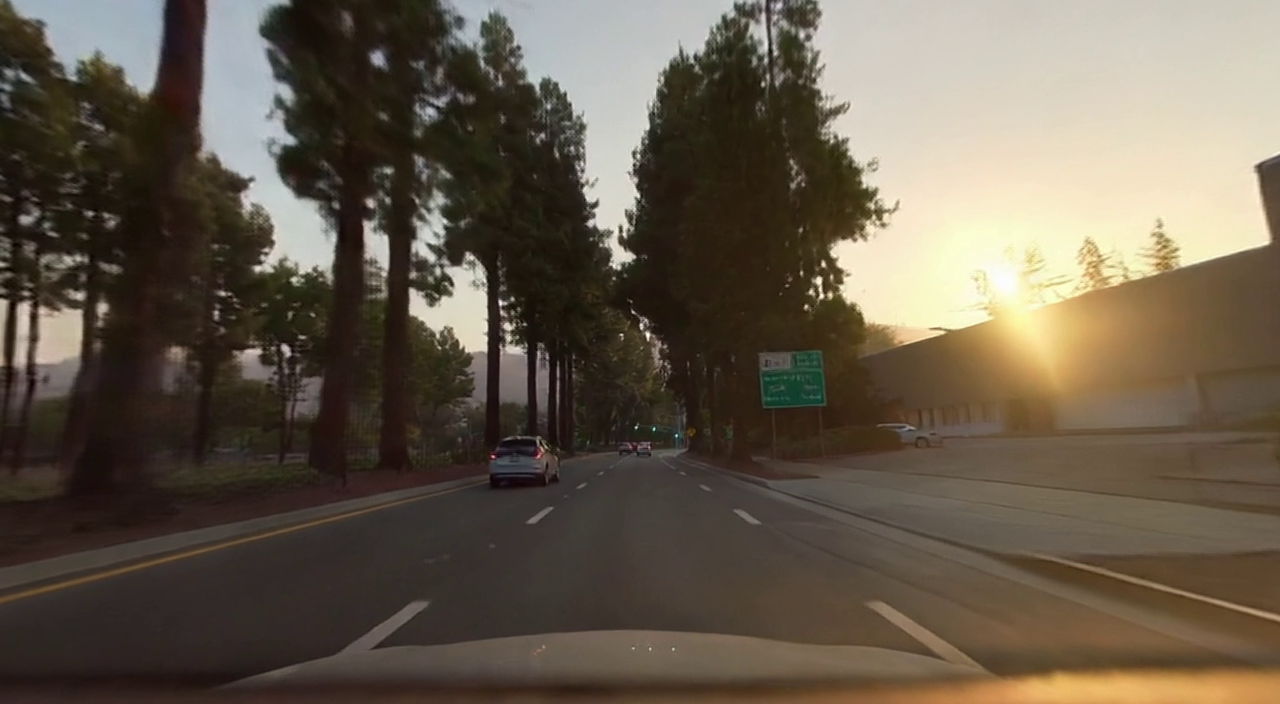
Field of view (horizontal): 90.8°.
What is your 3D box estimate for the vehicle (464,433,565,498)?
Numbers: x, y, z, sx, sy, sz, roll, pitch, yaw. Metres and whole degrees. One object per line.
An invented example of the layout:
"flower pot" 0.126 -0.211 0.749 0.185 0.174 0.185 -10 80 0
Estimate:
"vehicle" -3.367 3.119 17.789 1.942 1.588 4.172 0 -8 1
